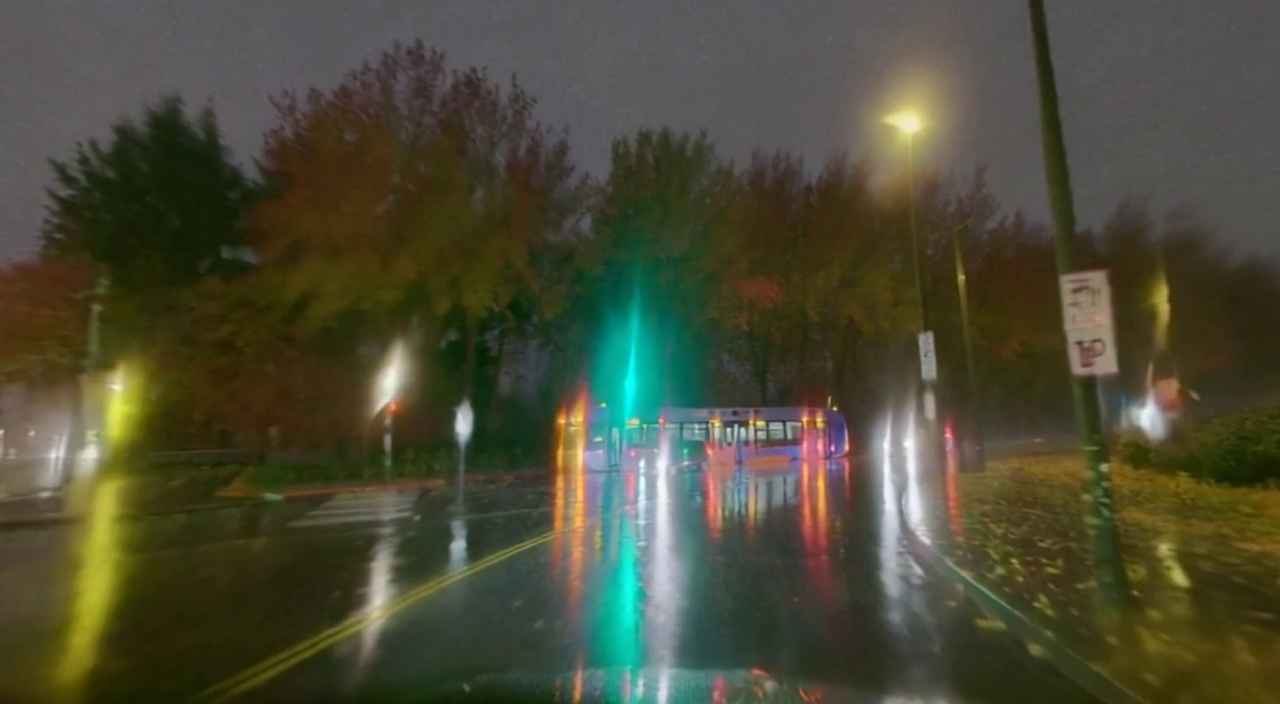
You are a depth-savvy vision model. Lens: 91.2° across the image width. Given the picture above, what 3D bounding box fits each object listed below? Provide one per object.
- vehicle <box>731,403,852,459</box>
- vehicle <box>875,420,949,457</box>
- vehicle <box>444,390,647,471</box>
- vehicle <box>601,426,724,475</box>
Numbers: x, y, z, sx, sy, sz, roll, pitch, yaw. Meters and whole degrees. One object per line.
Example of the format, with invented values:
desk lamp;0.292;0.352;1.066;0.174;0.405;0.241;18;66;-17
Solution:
vehicle;11.117;5.623;45.261;10.068;3.618;2.878;4;-10;-40
vehicle;16.213;5.163;37.274;4.386;2.070;2.092;7;-11;-38
vehicle;-4.667;4.242;33.121;10.391;3.725;2.904;6;-11;-36
vehicle;0.967;3.896;24.984;4.687;1.760;2.028;7;-11;-38
